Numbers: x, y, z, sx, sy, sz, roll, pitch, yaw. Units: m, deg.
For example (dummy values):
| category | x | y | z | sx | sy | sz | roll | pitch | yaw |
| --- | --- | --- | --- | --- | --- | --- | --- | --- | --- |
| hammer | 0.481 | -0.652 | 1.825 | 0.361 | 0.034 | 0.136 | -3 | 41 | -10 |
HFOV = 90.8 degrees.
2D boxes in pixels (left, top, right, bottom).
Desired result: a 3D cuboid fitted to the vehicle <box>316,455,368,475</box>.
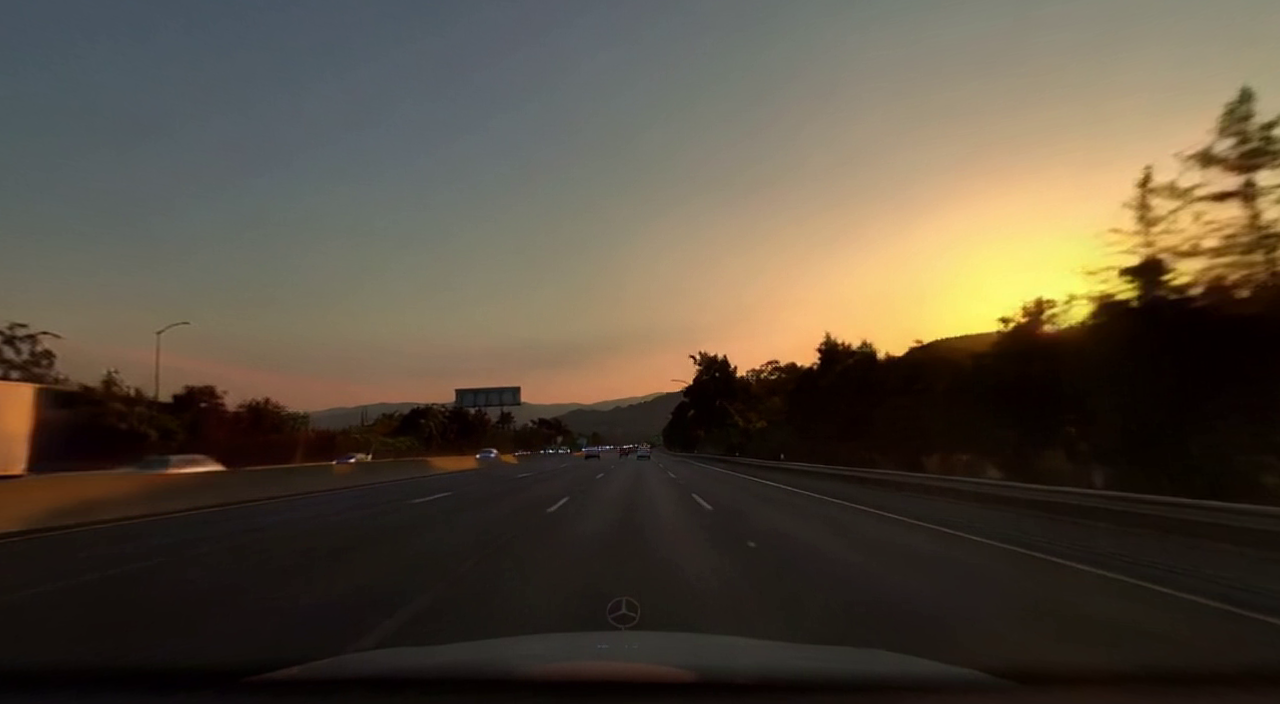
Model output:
| category | x | y | z | sx | sy | sz | roll | pitch | yaw |
| --- | --- | --- | --- | --- | --- | --- | --- | --- | --- |
| vehicle | -22.802 | 8.656 | 48.469 | 1.789 | 1.452 | 4.408 | 0 | -9 | 0 |

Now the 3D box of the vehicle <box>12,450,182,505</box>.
| category | x | y | z | sx | sy | sz | roll | pitch | yaw |
| --- | --- | --- | --- | --- | --- | --- | --- | --- | --- |
| vehicle | -15.344 | 3.522 | 18.112 | 1.720 | 1.396 | 3.502 | 0 | -9 | 0 |
